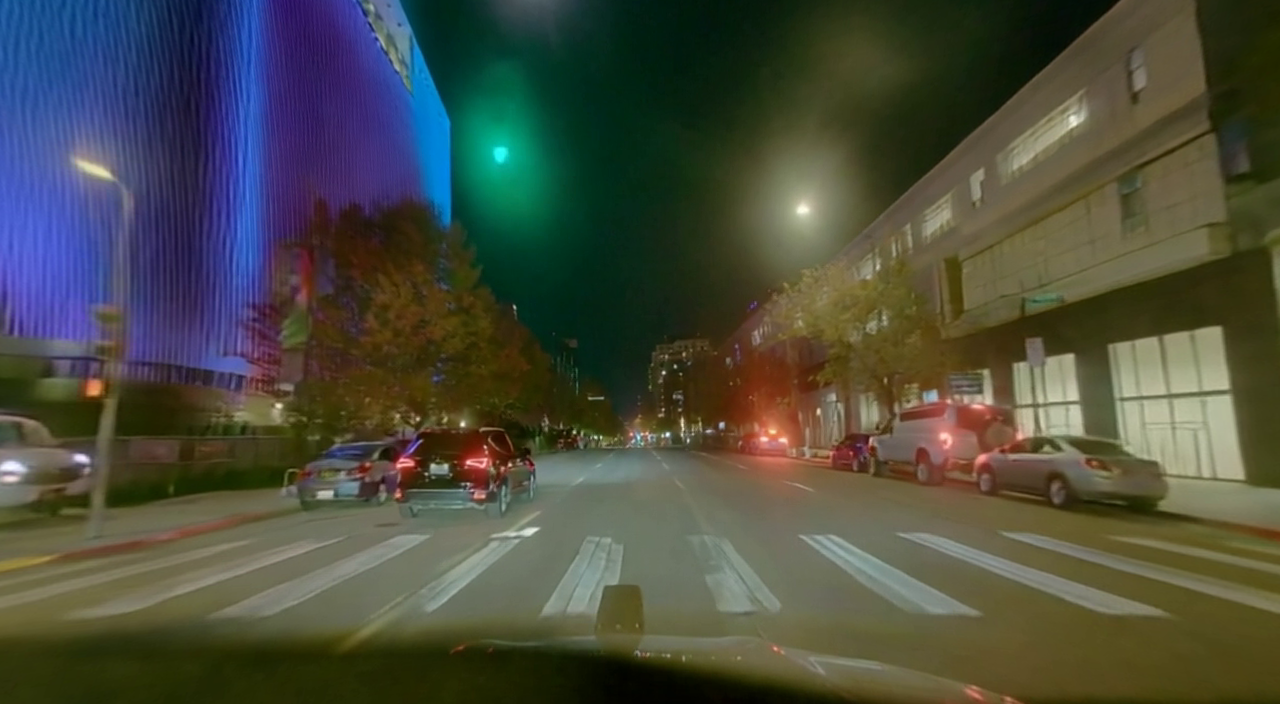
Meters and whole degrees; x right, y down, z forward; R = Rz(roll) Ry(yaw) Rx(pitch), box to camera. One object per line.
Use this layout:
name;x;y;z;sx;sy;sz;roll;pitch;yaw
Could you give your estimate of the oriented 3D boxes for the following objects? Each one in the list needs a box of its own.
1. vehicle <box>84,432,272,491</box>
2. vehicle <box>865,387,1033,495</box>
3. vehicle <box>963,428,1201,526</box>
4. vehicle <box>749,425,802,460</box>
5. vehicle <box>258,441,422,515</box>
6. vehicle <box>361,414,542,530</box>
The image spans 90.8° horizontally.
vehicle;-13.634;3.239;18.864;4.033;1.533;1.895;2;-8;0
vehicle;9.077;2.707;19.413;2.285;2.778;5.847;0;-8;2
vehicle;8.805;2.465;13.188;1.854;1.663;4.300;1;-8;0
vehicle;8.996;6.071;42.609;2.249;2.117;5.743;0;-8;0
vehicle;-6.958;2.915;15.282;1.806;1.466;4.373;0;-8;0
vehicle;-3.231;2.130;11.914;2.002;1.756;4.366;0;-8;1
